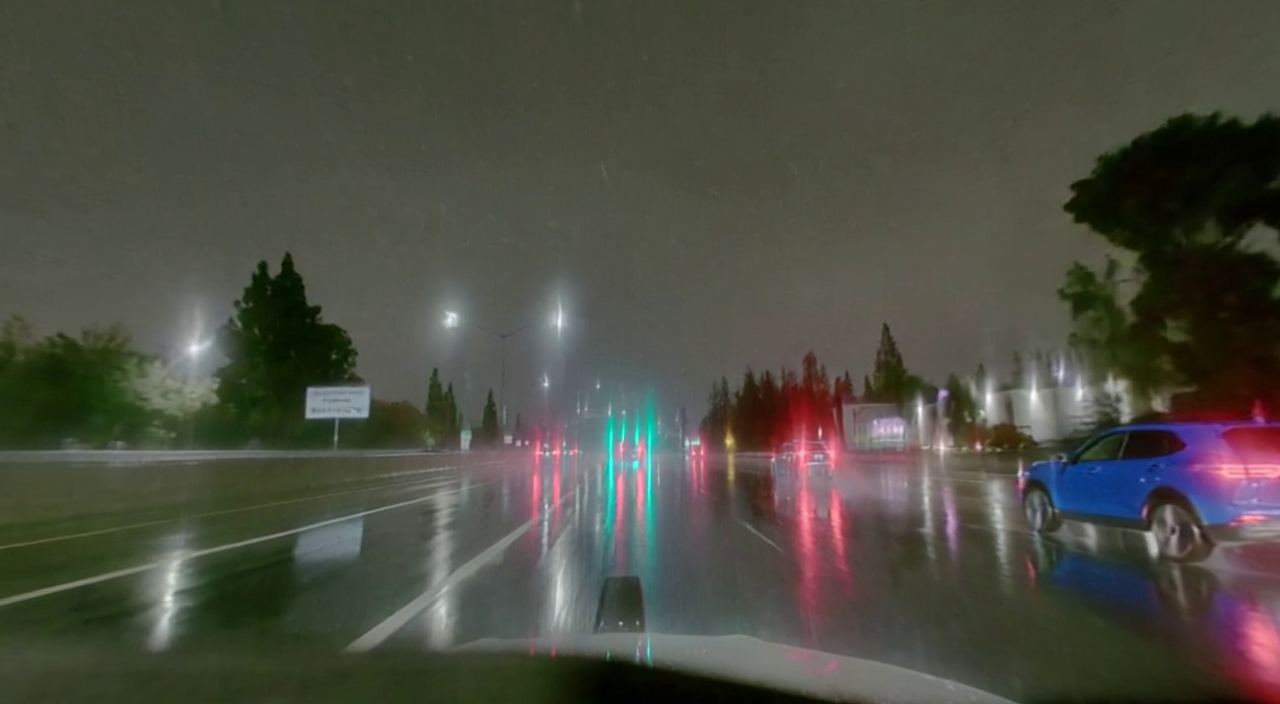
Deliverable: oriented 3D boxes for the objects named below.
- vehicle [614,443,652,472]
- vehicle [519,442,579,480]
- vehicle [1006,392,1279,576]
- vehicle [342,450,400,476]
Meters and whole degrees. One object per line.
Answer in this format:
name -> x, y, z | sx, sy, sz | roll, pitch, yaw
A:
vehicle -> -0.409, 5.880, 35.309 | 1.997, 1.485, 4.094 | 0, -9, -1
vehicle -> -3.824, 4.664, 27.384 | 1.886, 1.465, 4.625 | 0, -9, 0
vehicle -> 7.315, 1.614, 8.353 | 2.028, 1.801, 4.741 | 0, -9, -1
vehicle -> -16.793, 6.942, 39.680 | 1.903, 1.526, 3.970 | 0, -9, 0
